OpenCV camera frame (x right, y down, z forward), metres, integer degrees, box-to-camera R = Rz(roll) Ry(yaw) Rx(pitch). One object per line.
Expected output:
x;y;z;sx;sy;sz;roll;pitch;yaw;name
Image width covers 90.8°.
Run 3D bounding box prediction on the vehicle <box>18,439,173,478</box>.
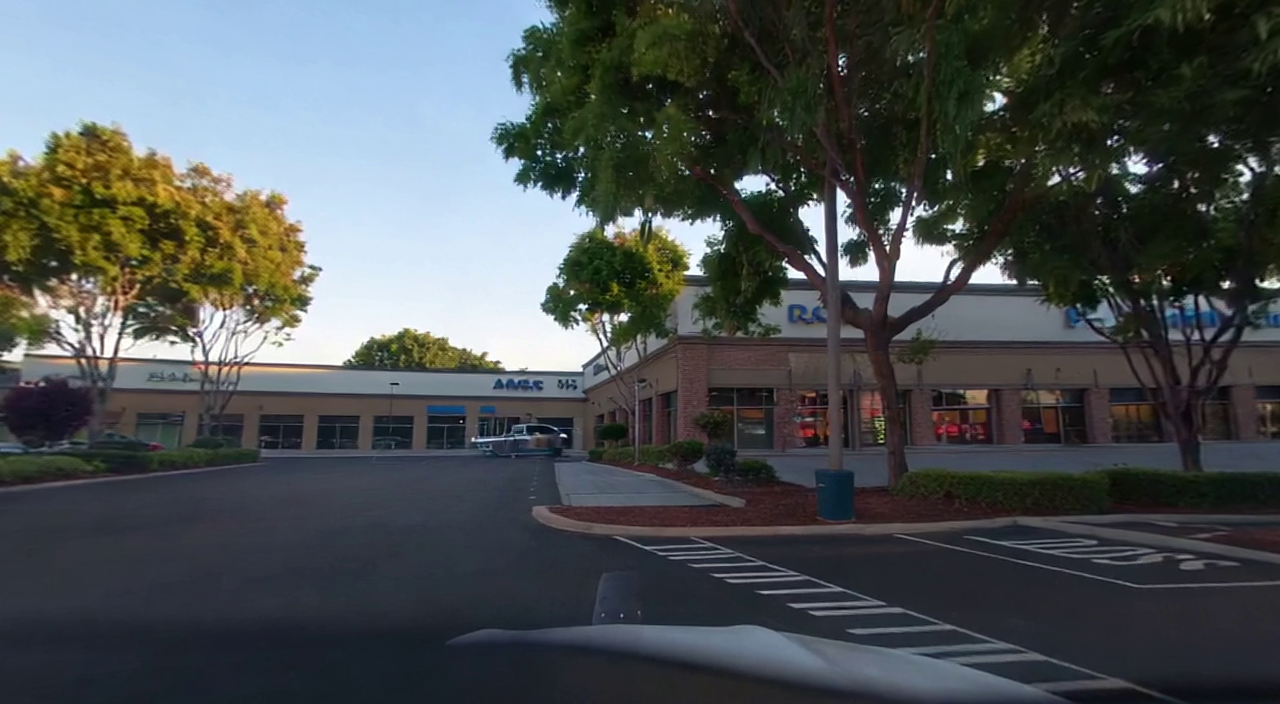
-21.354;4.195;24.957;4.240;1.427;1.714;1;-9;-10;vehicle
